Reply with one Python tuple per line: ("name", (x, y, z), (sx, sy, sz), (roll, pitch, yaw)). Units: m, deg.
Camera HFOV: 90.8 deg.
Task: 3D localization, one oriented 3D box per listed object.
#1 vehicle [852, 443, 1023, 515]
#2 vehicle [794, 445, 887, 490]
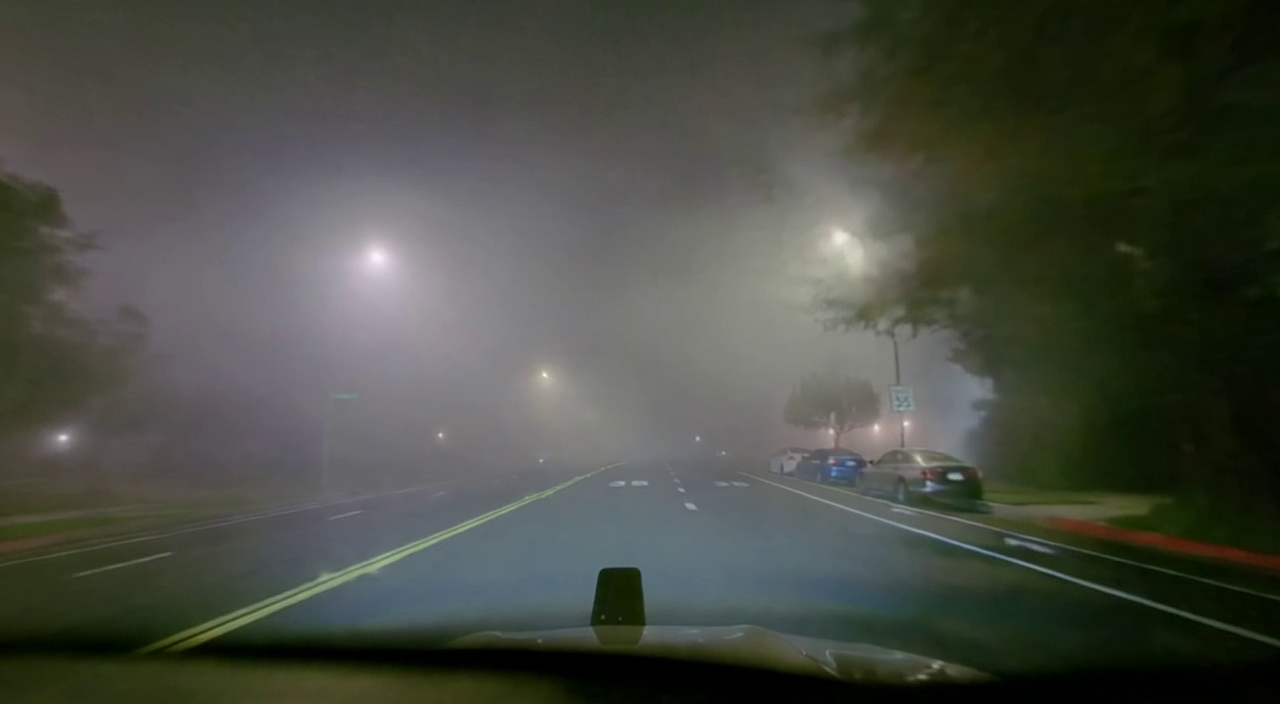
("vehicle", (6.989, 3.000, 15.536), (1.940, 1.481, 4.650), (0, -8, 0))
("vehicle", (7.199, 4.162, 23.236), (2.001, 1.454, 4.494), (0, -8, 1))
